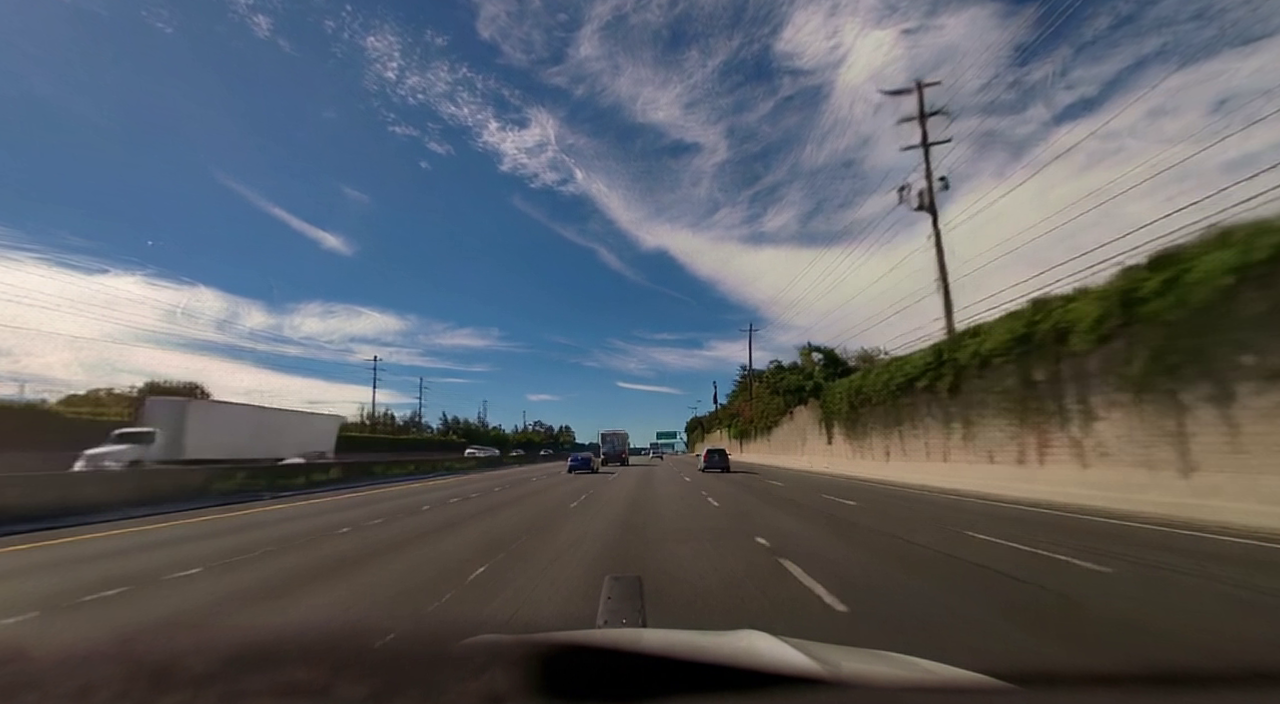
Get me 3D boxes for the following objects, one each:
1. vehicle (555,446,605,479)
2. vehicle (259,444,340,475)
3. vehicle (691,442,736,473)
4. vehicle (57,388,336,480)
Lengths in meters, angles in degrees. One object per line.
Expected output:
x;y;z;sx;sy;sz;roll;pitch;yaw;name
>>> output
-2.935;5.515;31.685;2.004;1.498;4.043;0;-9;1;vehicle
-18.628;5.890;34.736;1.958;1.579;4.347;0;-9;1;vehicle
4.442;6.482;38.884;2.214;1.799;4.627;0;-9;0;vehicle
-23.181;4.853;35.634;3.266;3.945;16.906;0;-9;1;vehicle
